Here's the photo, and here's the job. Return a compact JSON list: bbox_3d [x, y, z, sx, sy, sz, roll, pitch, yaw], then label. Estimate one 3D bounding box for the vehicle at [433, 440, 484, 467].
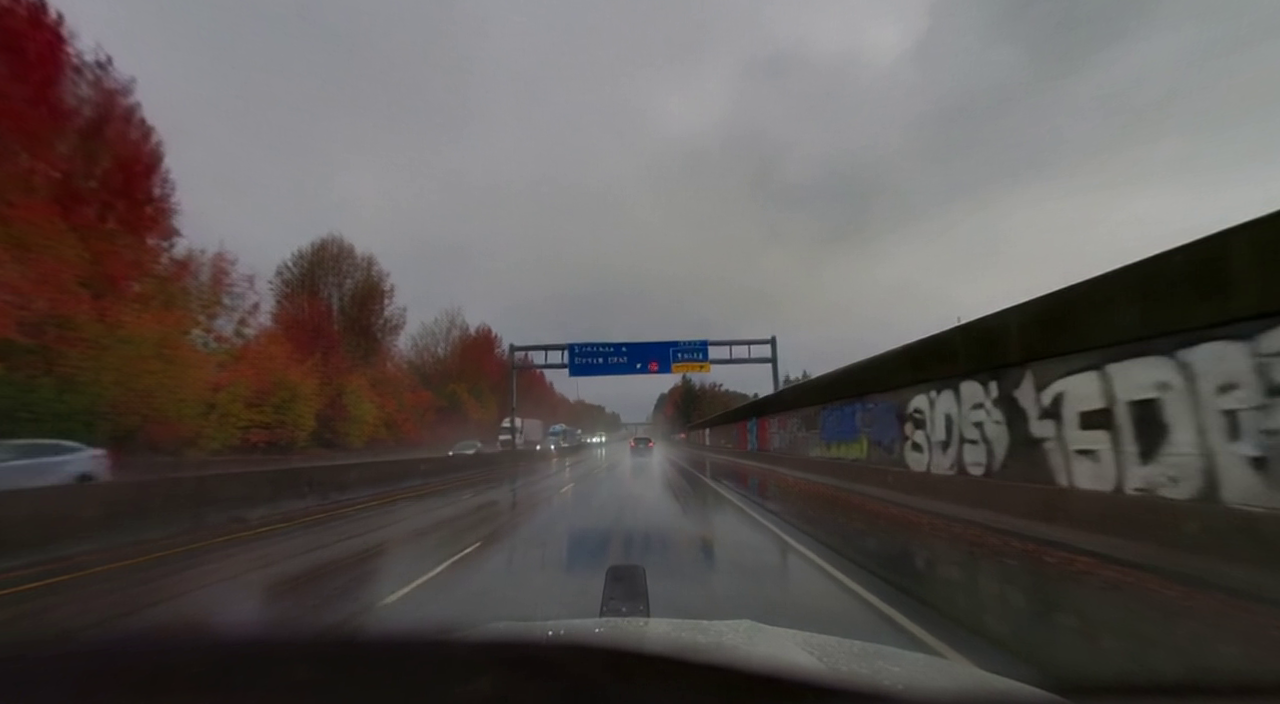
[{"bbox_3d":[-10.660,5.945,37.231,1.816,1.494,3.931,0,-8,0],"label":"vehicle"}]
